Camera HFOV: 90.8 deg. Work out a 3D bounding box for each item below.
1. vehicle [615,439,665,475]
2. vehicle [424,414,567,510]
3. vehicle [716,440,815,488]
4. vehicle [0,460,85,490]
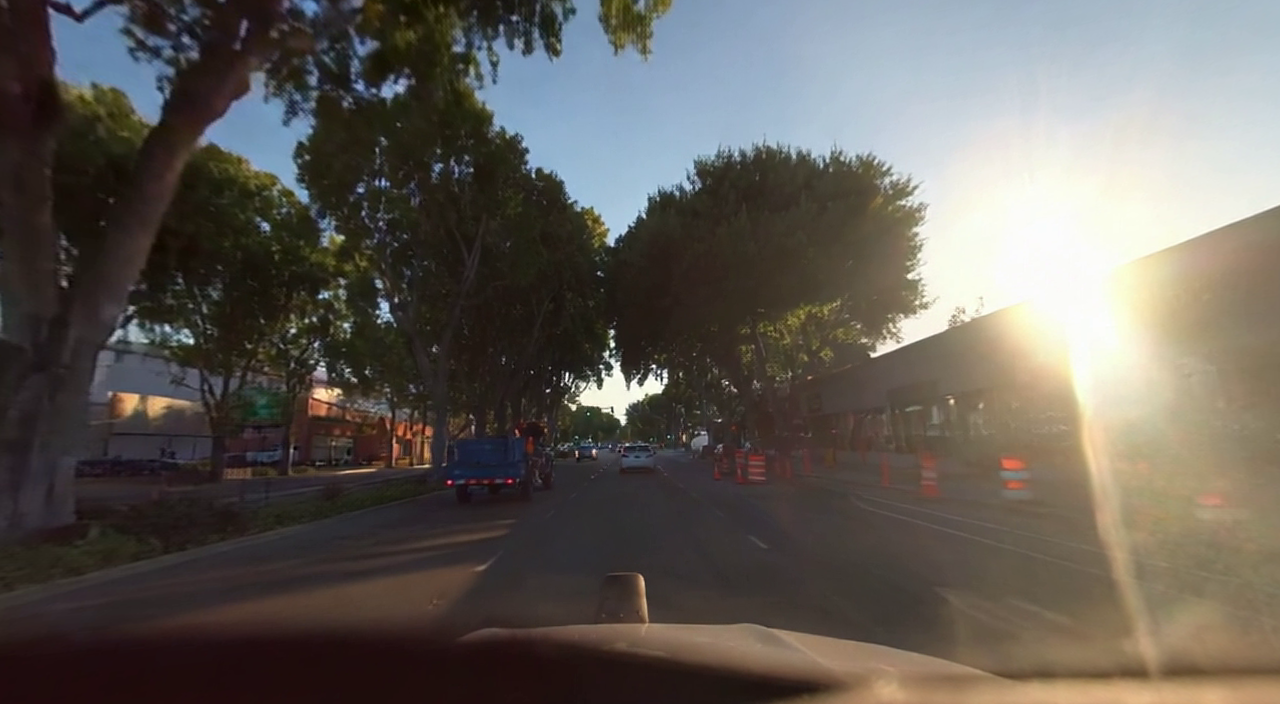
[{"bbox_3d":[-0.049,5.448,32.994,2.413,1.748,4.406,0,-9,-1],"label":"vehicle"},{"bbox_3d":[-3.467,2.814,16.611,2.424,2.063,5.678,0,-9,0],"label":"vehicle"},{"bbox_3d":[4.520,4.100,23.551,2.082,1.601,4.451,1,-9,-10],"label":"vehicle"},{"bbox_3d":[-34.801,6.980,36.091,1.876,1.470,4.711,0,-9,0],"label":"vehicle"}]
